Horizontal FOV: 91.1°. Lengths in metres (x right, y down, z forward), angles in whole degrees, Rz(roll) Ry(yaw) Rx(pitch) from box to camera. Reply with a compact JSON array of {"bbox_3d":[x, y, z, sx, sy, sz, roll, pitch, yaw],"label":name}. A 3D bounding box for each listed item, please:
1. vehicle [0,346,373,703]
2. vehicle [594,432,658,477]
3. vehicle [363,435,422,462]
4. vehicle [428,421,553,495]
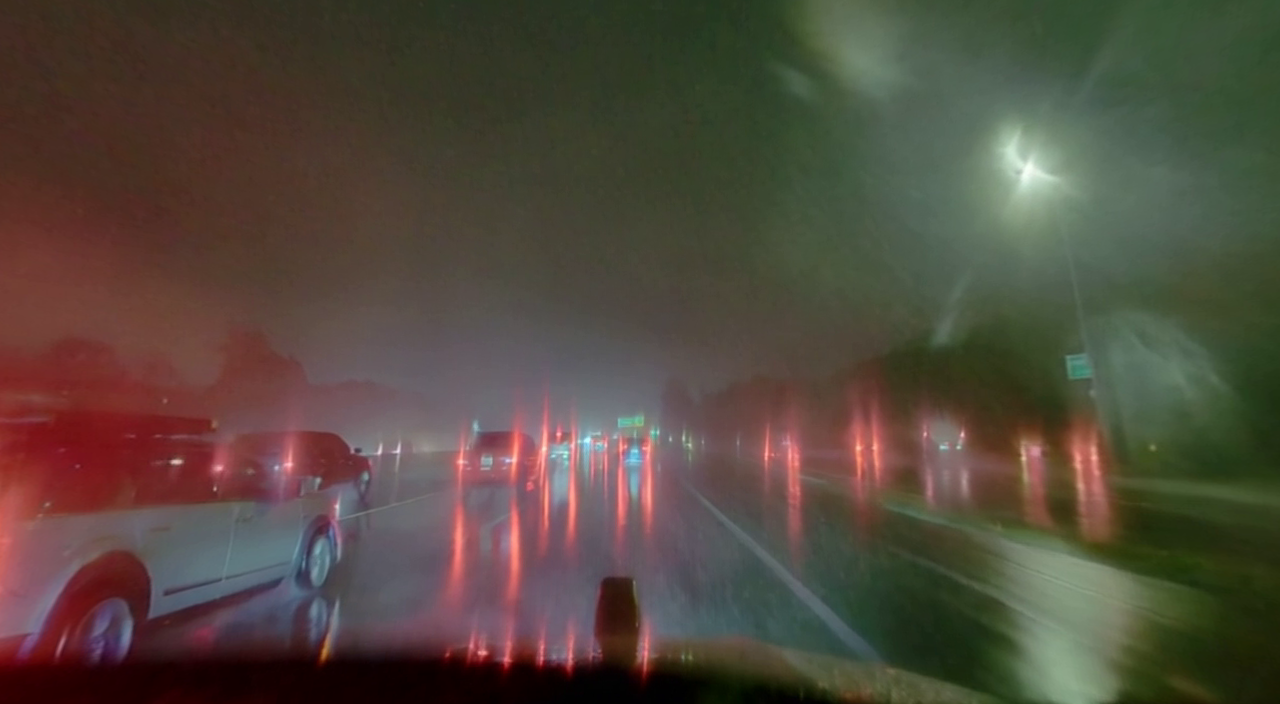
[{"bbox_3d":[-3.883,1.057,4.417,2.107,1.703,4.274,0,-8,0],"label":"vehicle"},{"bbox_3d":[-0.464,3.627,22.514,2.070,1.452,3.834,0,-8,0],"label":"vehicle"},{"bbox_3d":[-15.480,6.034,39.500,2.049,1.578,3.937,0,-8,0],"label":"vehicle"},{"bbox_3d":[-3.786,2.755,16.876,2.154,1.690,4.595,0,-8,1],"label":"vehicle"}]
